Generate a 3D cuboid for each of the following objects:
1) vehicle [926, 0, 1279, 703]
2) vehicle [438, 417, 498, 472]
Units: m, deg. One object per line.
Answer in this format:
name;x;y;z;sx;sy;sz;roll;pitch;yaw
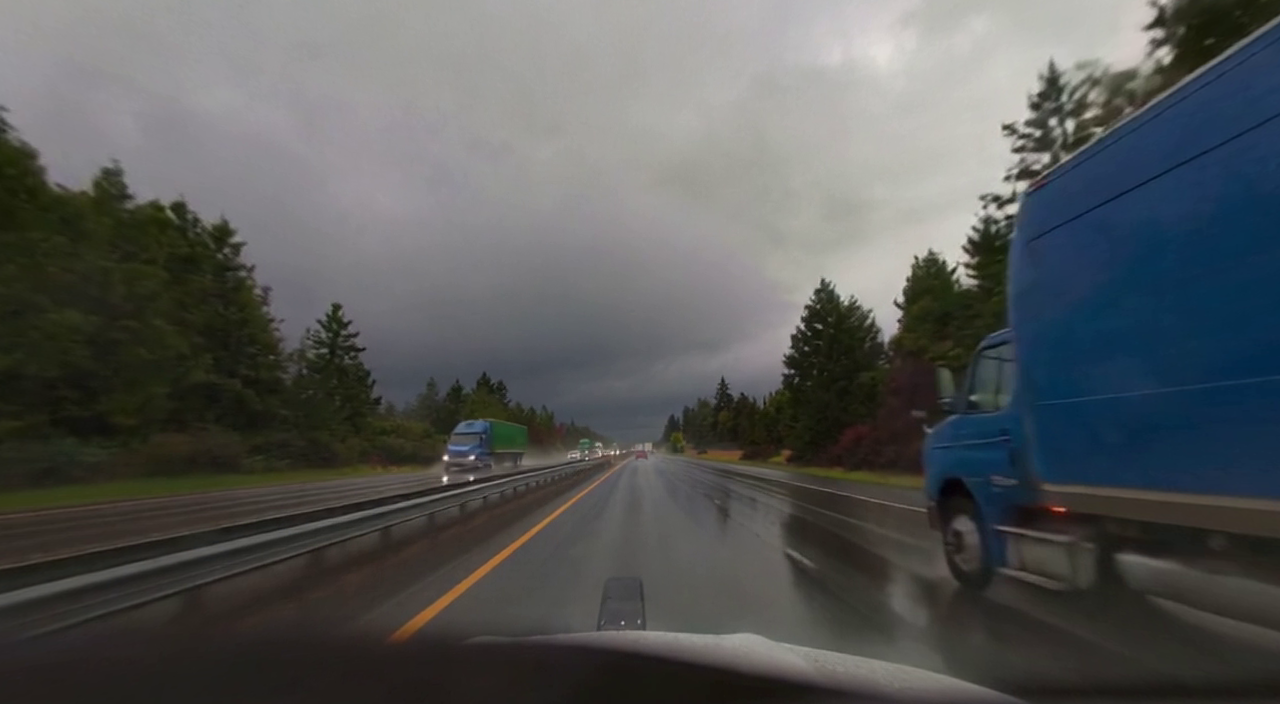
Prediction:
vehicle;4.125;-0.105;1.700;2.920;3.288;7.793;0;-9;-1
vehicle;-13.382;7.266;49.554;3.012;3.998;5.861;0;-9;0
